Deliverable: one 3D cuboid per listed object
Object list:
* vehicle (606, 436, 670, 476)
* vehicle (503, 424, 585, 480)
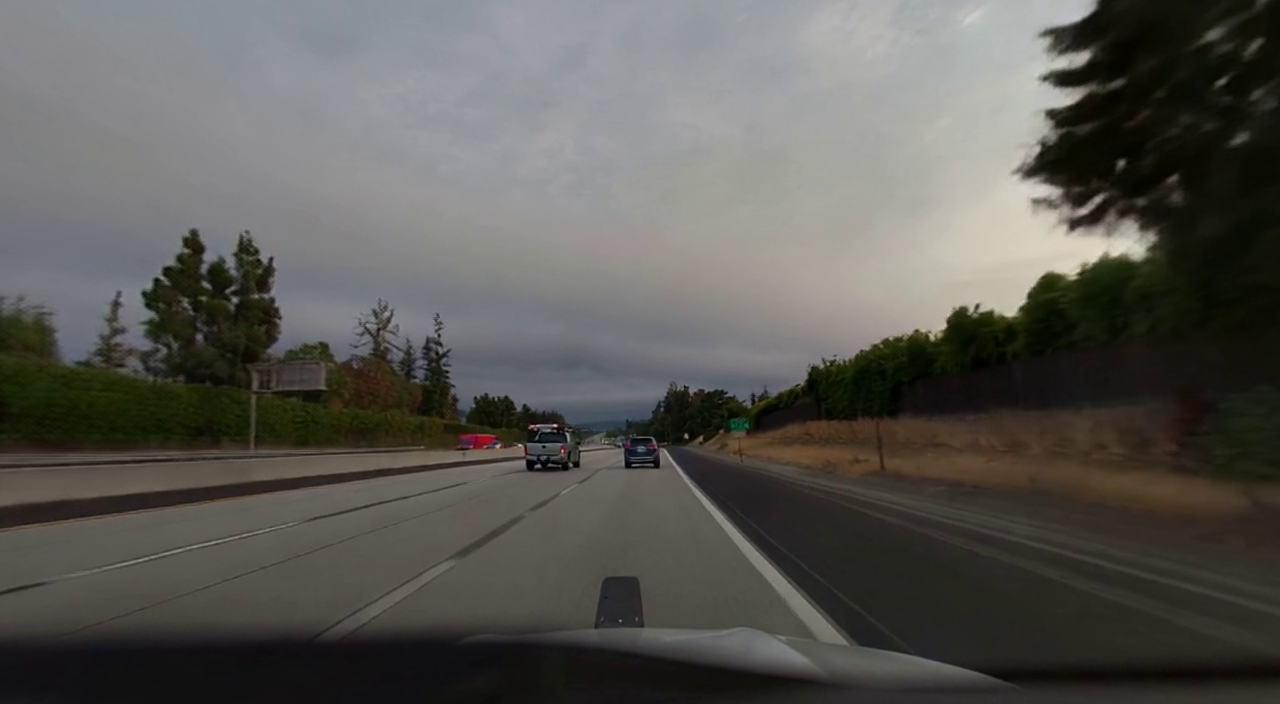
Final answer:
[{"bbox_3d":[-0.001,4.775,29.307,2.715,1.669,5.163,0,-8,2],"label":"vehicle"},{"bbox_3d":[-3.598,3.880,24.606,2.250,1.947,4.860,0,-8,2],"label":"vehicle"}]
